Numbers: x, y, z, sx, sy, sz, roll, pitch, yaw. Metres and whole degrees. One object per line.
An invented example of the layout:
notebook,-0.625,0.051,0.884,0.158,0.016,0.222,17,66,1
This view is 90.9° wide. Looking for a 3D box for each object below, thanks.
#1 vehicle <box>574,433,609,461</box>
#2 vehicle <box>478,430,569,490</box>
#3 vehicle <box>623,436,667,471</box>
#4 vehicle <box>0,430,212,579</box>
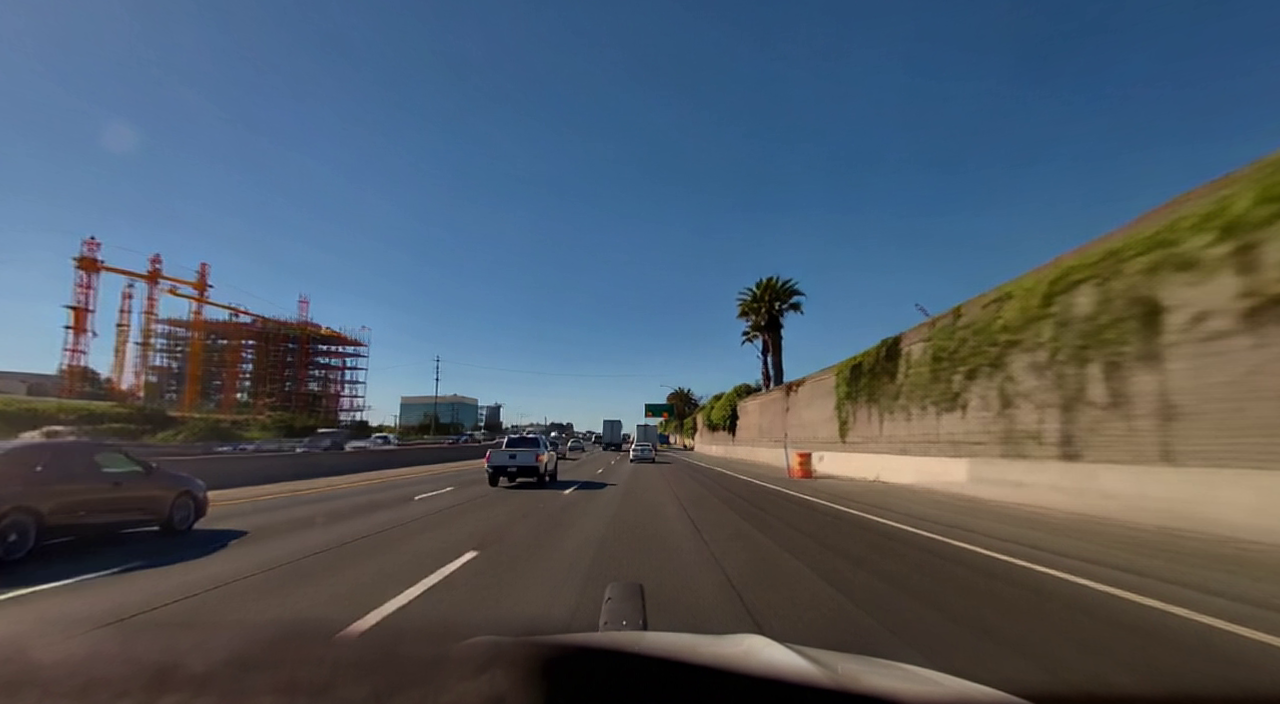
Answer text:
vehicle,-3.676,7.268,48.251,2.203,1.958,4.848,0,-8,1
vehicle,-3.706,3.542,21.030,2.108,1.740,4.549,0,-8,1
vehicle,0.241,5.151,32.187,2.136,1.678,4.052,0,-8,0
vehicle,-7.369,1.644,7.110,1.949,1.476,4.410,0,-8,0
